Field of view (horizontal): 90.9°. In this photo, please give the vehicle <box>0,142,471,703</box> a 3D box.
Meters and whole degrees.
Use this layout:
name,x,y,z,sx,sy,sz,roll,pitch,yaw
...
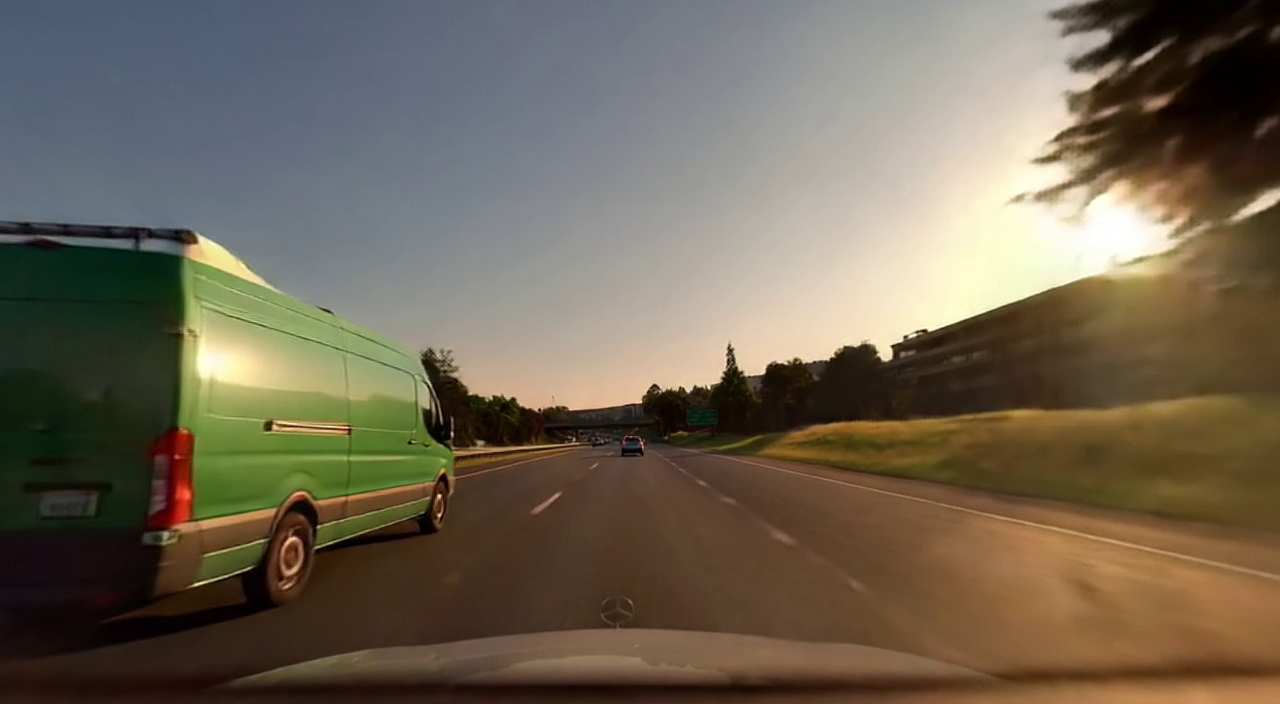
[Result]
name,x,y,z,sx,sy,sz,roll,pitch,yaw
vehicle,-3.427,0.745,5.457,2.424,2.577,5.828,0,-8,-2

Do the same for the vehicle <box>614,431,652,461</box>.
name,x,y,z,sx,sy,sz,roll,pitch,yaw
vehicle,-0.425,5.569,37.534,2.104,1.646,4.176,0,-8,-1
